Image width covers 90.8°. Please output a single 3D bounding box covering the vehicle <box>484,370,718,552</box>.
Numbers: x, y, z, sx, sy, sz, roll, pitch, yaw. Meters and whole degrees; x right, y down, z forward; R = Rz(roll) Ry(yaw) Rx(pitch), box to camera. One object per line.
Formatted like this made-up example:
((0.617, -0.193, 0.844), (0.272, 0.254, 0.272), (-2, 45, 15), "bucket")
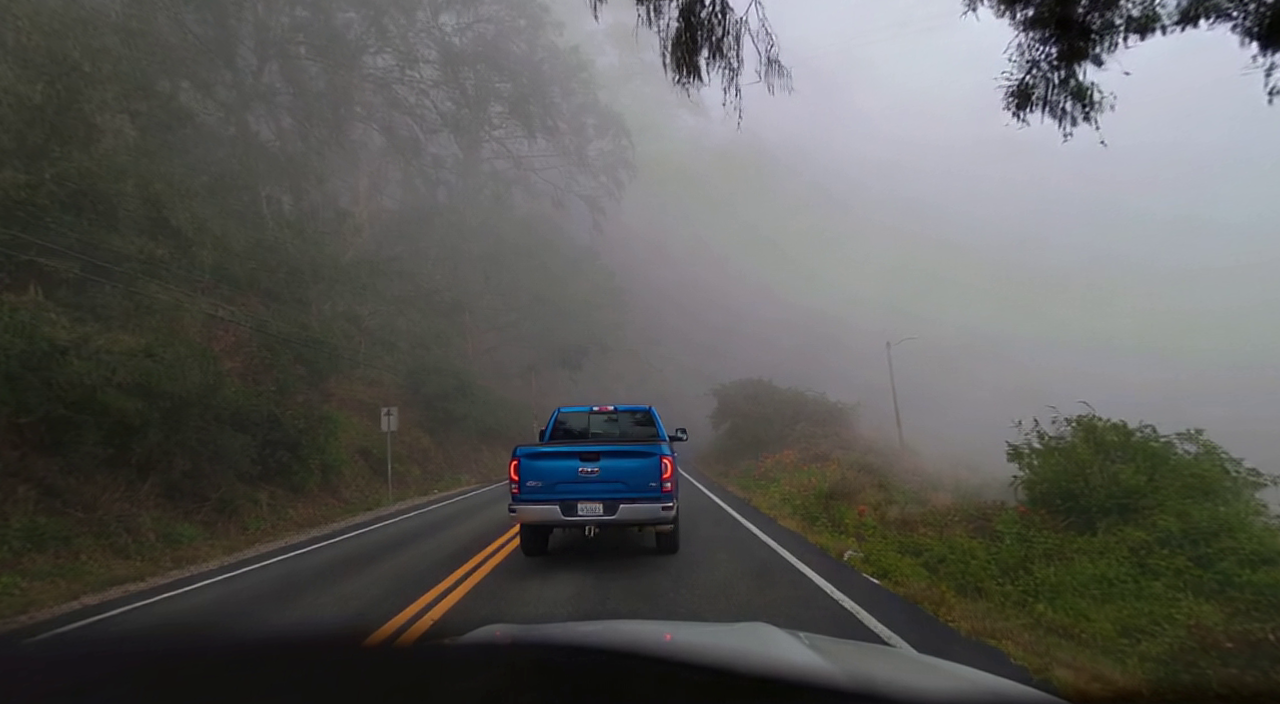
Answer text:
((-0.519, 1.762, 10.753), (2.837, 2.223, 5.885), (0, -8, -1), "vehicle")
